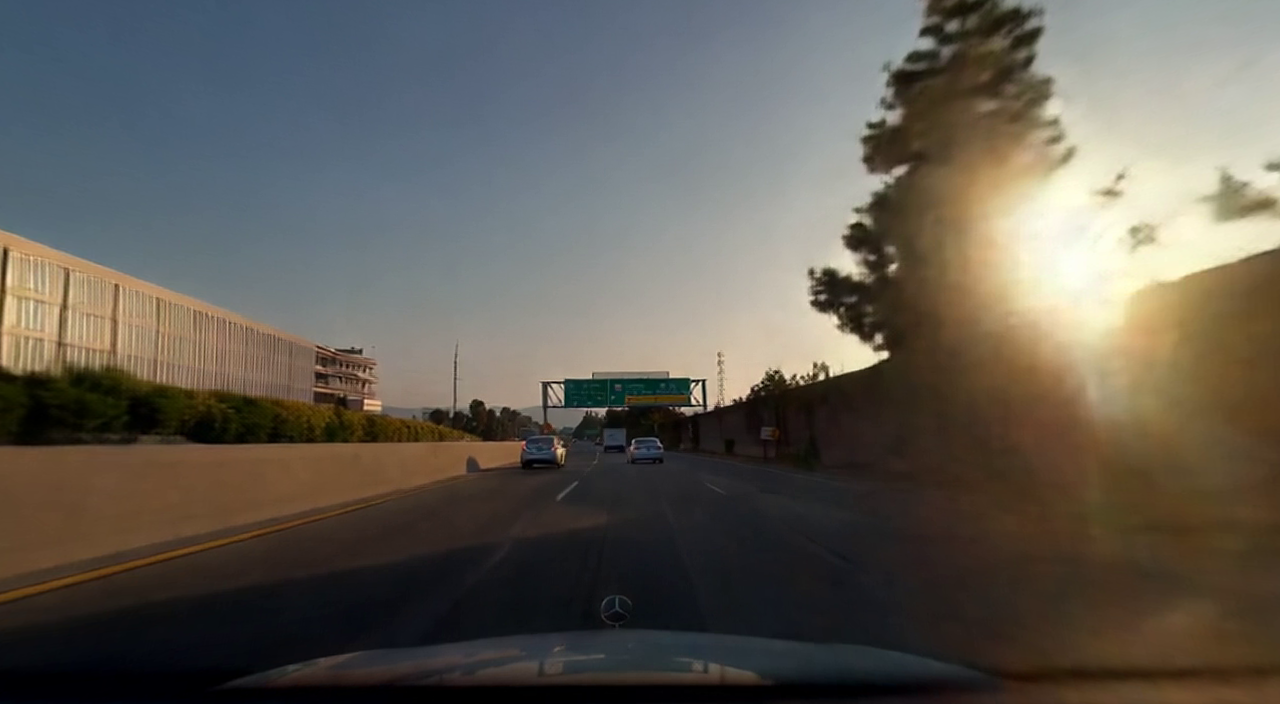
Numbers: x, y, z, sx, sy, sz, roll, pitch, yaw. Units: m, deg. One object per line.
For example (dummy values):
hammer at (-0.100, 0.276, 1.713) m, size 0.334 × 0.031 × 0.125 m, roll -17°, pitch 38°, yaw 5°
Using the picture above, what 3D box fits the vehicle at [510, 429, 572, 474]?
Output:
vehicle at (-4.156, 4.242, 27.006) m, size 2.080 × 1.733 × 4.410 m, roll 0°, pitch -8°, yaw -2°

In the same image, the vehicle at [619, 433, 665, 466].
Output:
vehicle at (0.018, 5.187, 33.531) m, size 2.078 × 1.608 × 3.982 m, roll 0°, pitch -8°, yaw -5°
